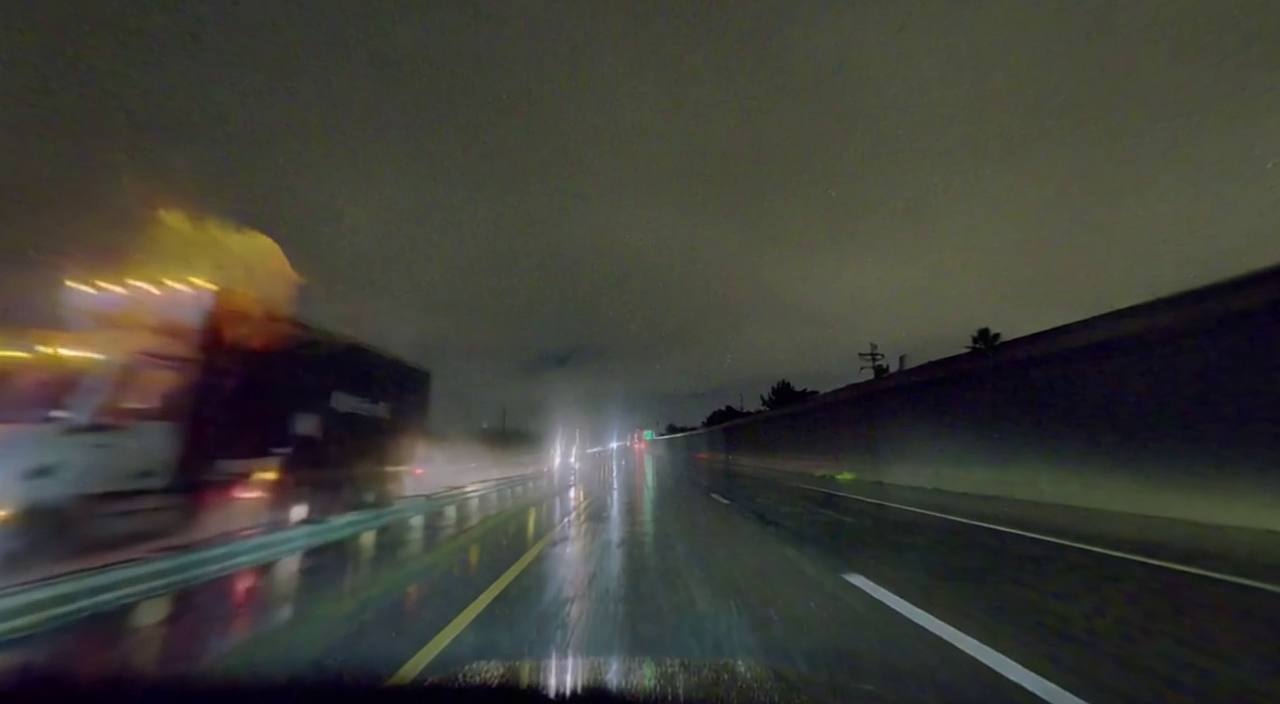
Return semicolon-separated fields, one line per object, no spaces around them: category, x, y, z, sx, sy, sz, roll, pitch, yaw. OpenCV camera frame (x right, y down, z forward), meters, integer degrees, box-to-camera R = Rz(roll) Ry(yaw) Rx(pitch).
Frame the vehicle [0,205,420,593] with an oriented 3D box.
vehicle;-8.499;1.475;12.930;3.008;4.149;13.991;0;-9;-1

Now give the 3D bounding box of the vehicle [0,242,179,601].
vehicle;-8.481;0.673;6.284;3.025;3.871;5.988;0;-9;-1
